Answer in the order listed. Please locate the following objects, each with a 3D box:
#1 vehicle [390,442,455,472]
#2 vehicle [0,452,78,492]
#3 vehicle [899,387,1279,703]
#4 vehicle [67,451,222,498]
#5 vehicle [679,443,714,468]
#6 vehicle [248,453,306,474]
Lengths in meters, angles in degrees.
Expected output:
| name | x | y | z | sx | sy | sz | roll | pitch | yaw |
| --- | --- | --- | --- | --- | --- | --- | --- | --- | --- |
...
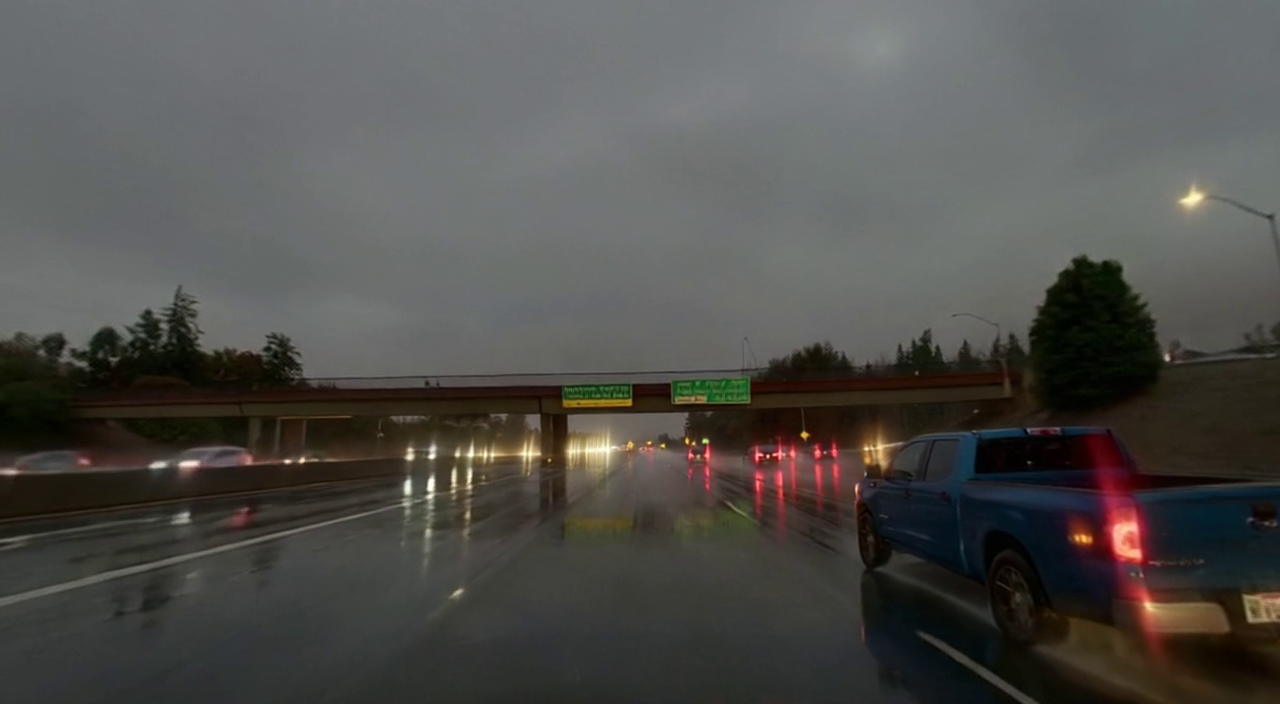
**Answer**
| name | x | y | z | sx | sy | sz | roll | pitch | yaw |
| --- | --- | --- | --- | --- | --- | --- | --- | --- | --- |
| vehicle | -14.791 | 7.170 | 43.273 | 2.231 | 1.879 | 5.996 | 0 | -8 | 1 |
| vehicle | -28.519 | 5.395 | 28.518 | 1.887 | 1.687 | 4.586 | 0 | -8 | 2 |
| vehicle | 3.379 | 1.022 | 3.165 | 2.119 | 1.524 | 4.807 | 0 | -8 | 0 |
| vehicle | -18.349 | 4.512 | 23.737 | 1.966 | 1.497 | 4.751 | 0 | -8 | 0 |
| vehicle | 3.967 | 7.324 | 44.743 | 2.014 | 1.643 | 4.039 | 0 | -8 | -2 |
| vehicle | -27.323 | 8.375 | 47.574 | 1.851 | 1.474 | 4.367 | 0 | -8 | -1 |
